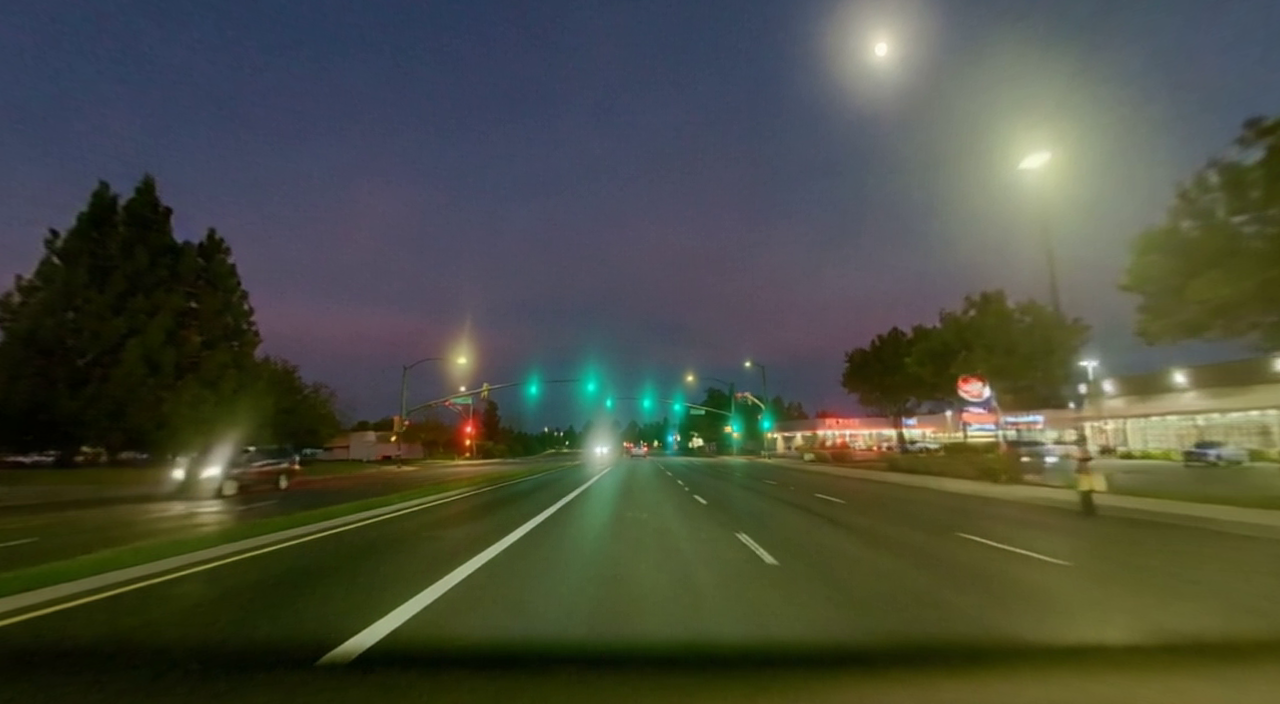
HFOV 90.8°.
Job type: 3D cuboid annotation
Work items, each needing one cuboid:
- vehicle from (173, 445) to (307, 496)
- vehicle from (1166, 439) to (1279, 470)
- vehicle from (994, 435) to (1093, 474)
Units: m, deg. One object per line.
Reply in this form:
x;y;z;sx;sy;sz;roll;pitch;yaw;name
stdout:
-15.658;4.632;25.134;2.102;1.800;4.849;0;-9;1;vehicle
32.551;5.713;35.358;4.335;1.675;1.885;0;-9;2;vehicle
19.518;4.930;30.518;4.717;1.714;1.985;5;-10;-31;vehicle
